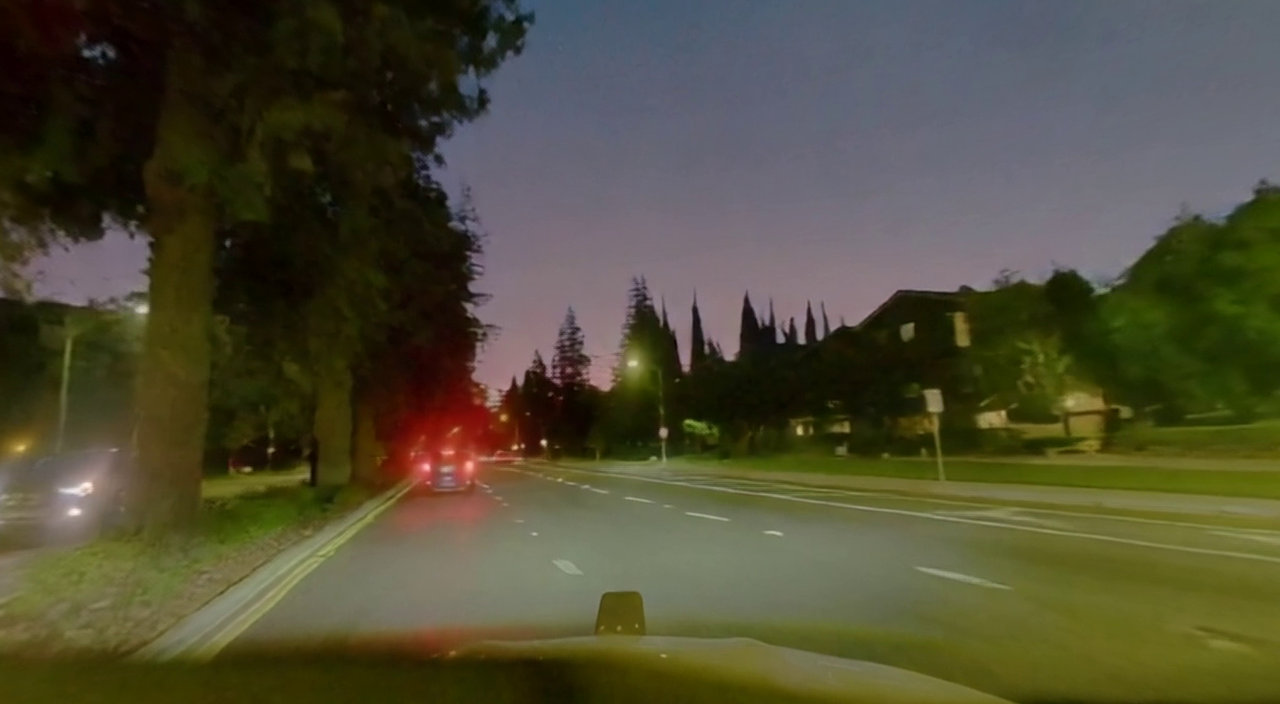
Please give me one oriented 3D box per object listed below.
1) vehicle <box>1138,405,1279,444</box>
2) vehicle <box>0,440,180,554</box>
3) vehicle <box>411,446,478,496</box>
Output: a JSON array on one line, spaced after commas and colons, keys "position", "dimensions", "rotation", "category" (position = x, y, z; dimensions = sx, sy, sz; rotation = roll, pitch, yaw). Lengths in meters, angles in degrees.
[{"position": [23.866, 3.085, 26.537], "dimensions": [4.220, 1.519, 2.560], "rotation": [2, -8, -17], "category": "vehicle"}, {"position": [-12.829, 3.065, 14.196], "dimensions": [2.386, 2.101, 4.923], "rotation": [2, -8, -16], "category": "vehicle"}, {"position": [-7.112, 4.257, 23.067], "dimensions": [2.093, 1.591, 4.247], "rotation": [2, -8, -17], "category": "vehicle"}]
